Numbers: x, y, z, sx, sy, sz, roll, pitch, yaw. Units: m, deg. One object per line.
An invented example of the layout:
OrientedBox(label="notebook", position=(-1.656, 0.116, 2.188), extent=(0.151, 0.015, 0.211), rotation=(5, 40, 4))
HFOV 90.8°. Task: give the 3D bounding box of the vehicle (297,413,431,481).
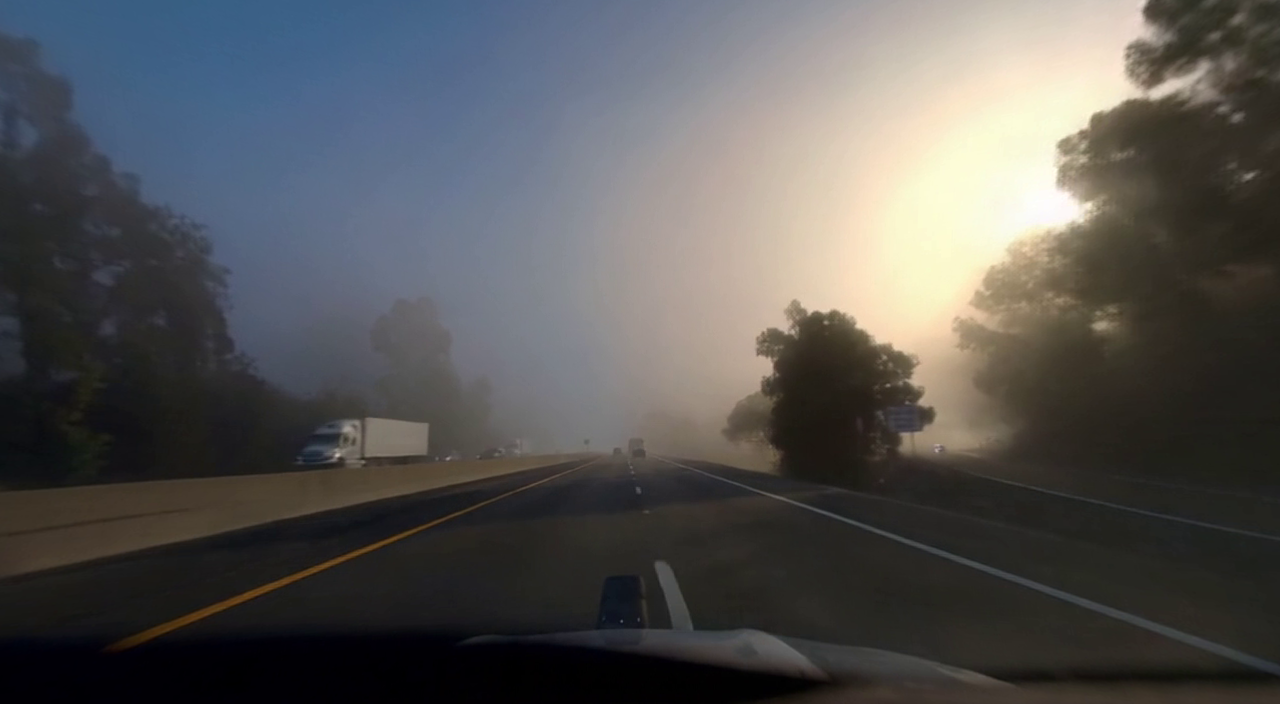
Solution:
OrientedBox(label="vehicle", position=(-20.665, 7.432, 49.329), extent=(2.936, 4.356, 16.937), rotation=(0, -9, 0))
